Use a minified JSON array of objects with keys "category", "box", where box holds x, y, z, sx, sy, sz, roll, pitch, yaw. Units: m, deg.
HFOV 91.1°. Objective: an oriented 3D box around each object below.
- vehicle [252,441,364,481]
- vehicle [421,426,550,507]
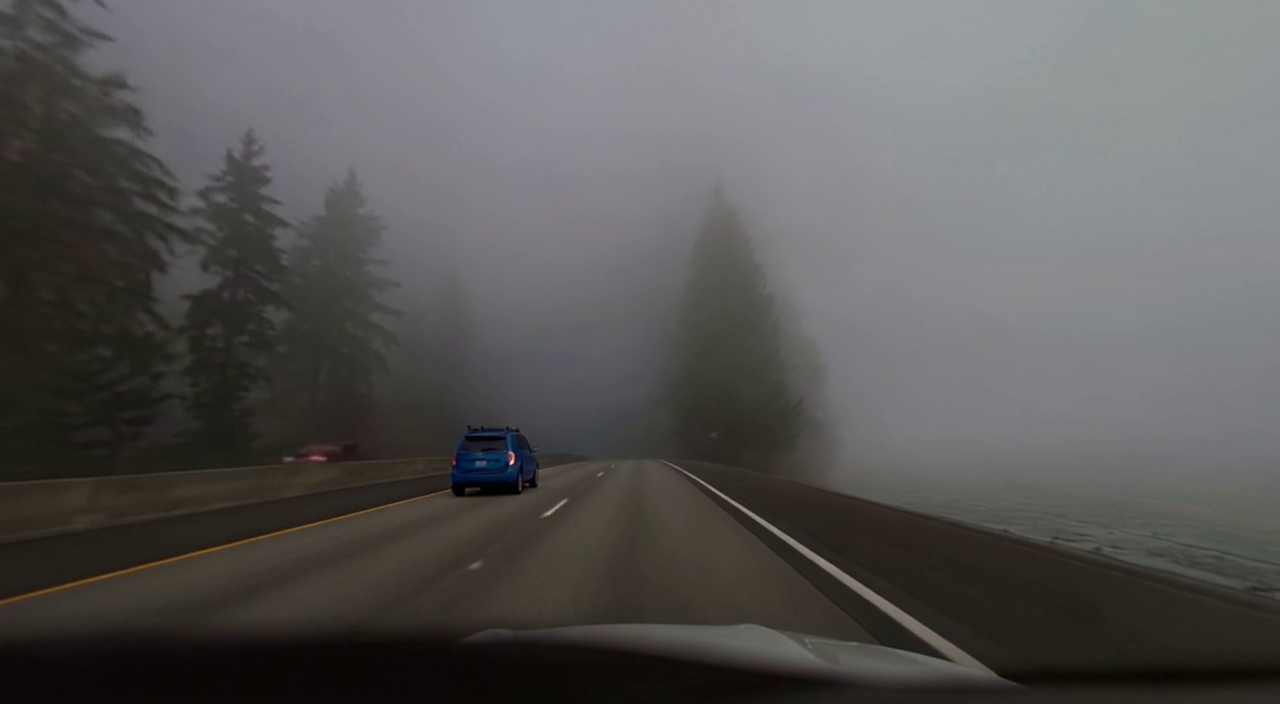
[{"category":"vehicle","box":[-13.724,4.509,26.363,2.115,1.526,4.674,0,-8,1]},{"category":"vehicle","box":[-3.726,2.849,16.123,2.084,1.752,4.479,0,-8,1]}]
